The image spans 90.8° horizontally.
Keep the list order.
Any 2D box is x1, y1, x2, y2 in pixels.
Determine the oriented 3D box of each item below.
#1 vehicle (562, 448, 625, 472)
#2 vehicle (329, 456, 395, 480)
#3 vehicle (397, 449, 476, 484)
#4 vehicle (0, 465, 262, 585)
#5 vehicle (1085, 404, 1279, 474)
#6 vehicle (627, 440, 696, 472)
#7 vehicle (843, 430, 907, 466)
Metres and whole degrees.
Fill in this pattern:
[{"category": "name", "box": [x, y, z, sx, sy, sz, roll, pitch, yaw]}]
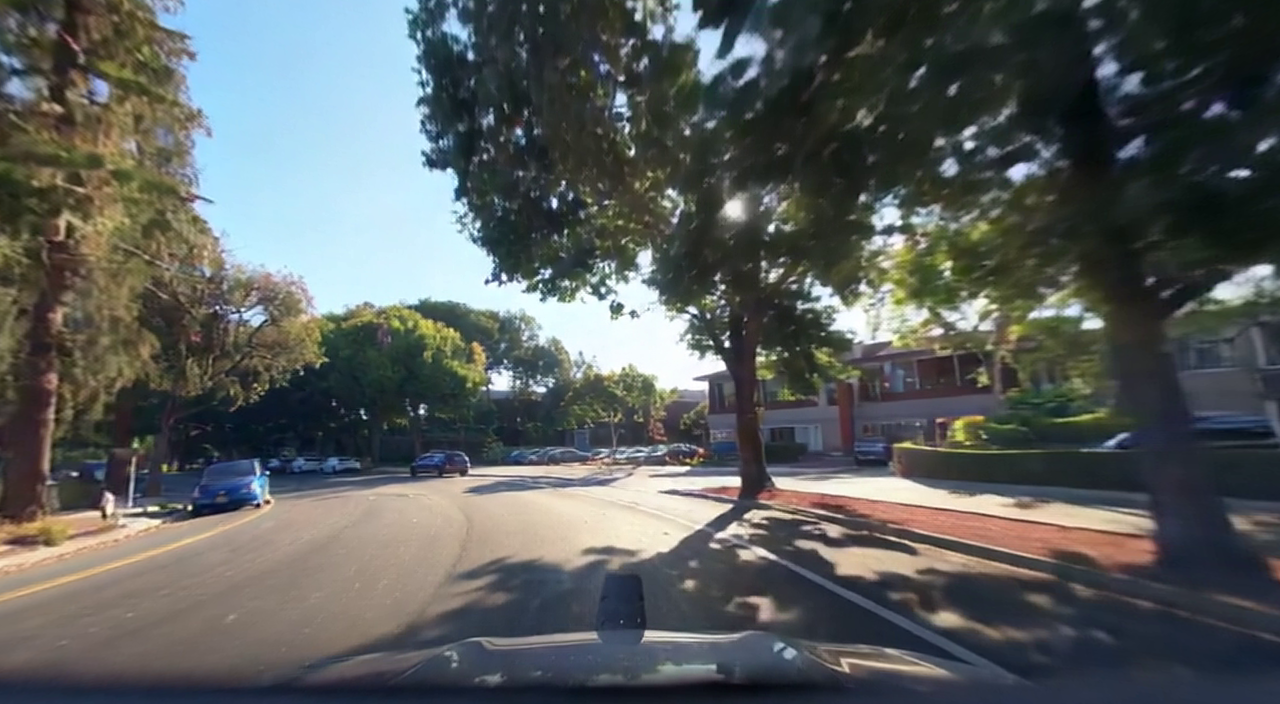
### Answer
[{"category": "vehicle", "box": [-3.113, 7.398, 43.338, 2.036, 1.517, 4.225, -7, -11, 36]}, {"category": "vehicle", "box": [-19.623, 8.099, 44.462, 4.611, 1.519, 2.053, -6, -10, 34]}, {"category": "vehicle", "box": [-12.223, 6.754, 37.752, 5.202, 1.817, 2.042, -6, -10, 42]}, {"category": "vehicle", "box": [-9.793, 2.961, 11.806, 2.772, 1.161, 7.241, -1, -7, -15]}, {"category": "vehicle", "box": [14.102, 2.230, 16.106, 4.308, 1.433, 1.871, -9, -8, 33]}, {"category": "vehicle", "box": [1.460, 6.616, 40.548, 2.229, 1.723, 4.372, -6, -7, 38]}, {"category": "vehicle", "box": [12.191, 4.931, 32.591, 1.900, 1.711, 4.666, -6, -10, 35]}]
